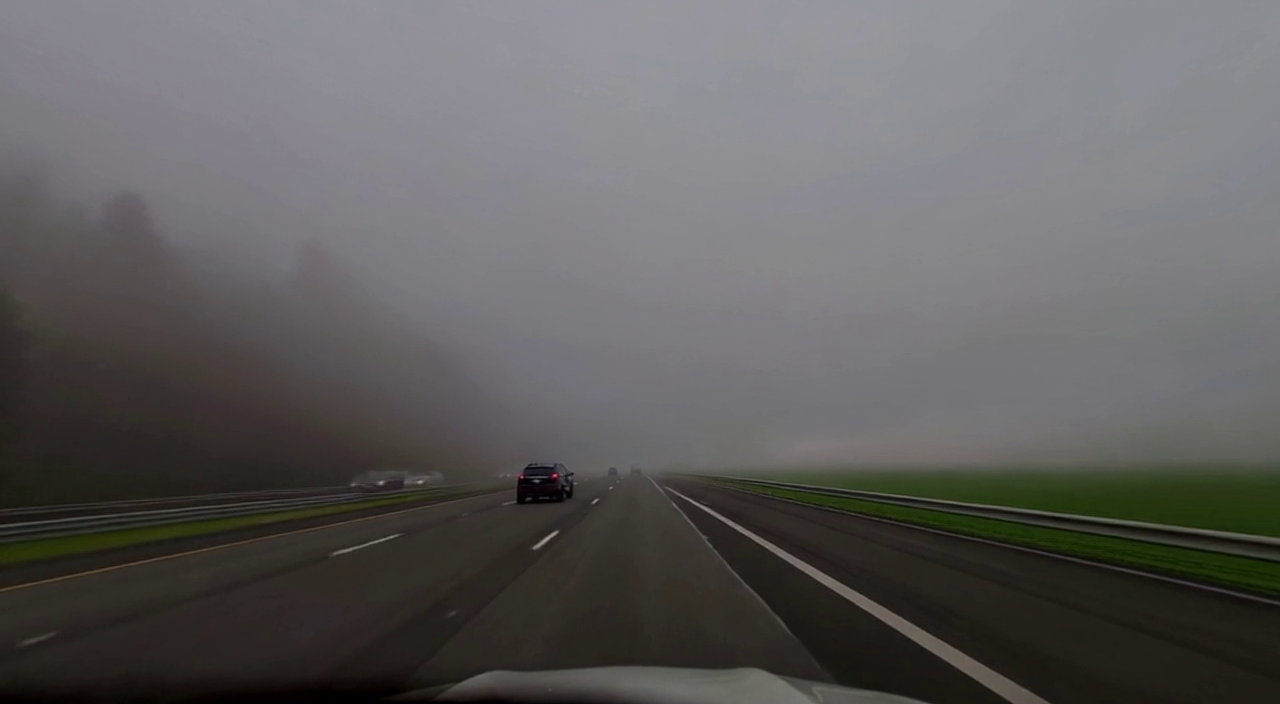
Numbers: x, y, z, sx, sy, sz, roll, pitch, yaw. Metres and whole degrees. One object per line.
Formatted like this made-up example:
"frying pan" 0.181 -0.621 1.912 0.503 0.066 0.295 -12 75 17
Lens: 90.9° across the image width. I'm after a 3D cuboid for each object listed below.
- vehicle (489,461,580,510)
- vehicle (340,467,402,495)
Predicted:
"vehicle" -3.418 4.466 21.414 2.183 1.435 4.653 0 -10 1
"vehicle" -17.101 8.214 40.255 1.880 1.616 4.522 0 -10 1
